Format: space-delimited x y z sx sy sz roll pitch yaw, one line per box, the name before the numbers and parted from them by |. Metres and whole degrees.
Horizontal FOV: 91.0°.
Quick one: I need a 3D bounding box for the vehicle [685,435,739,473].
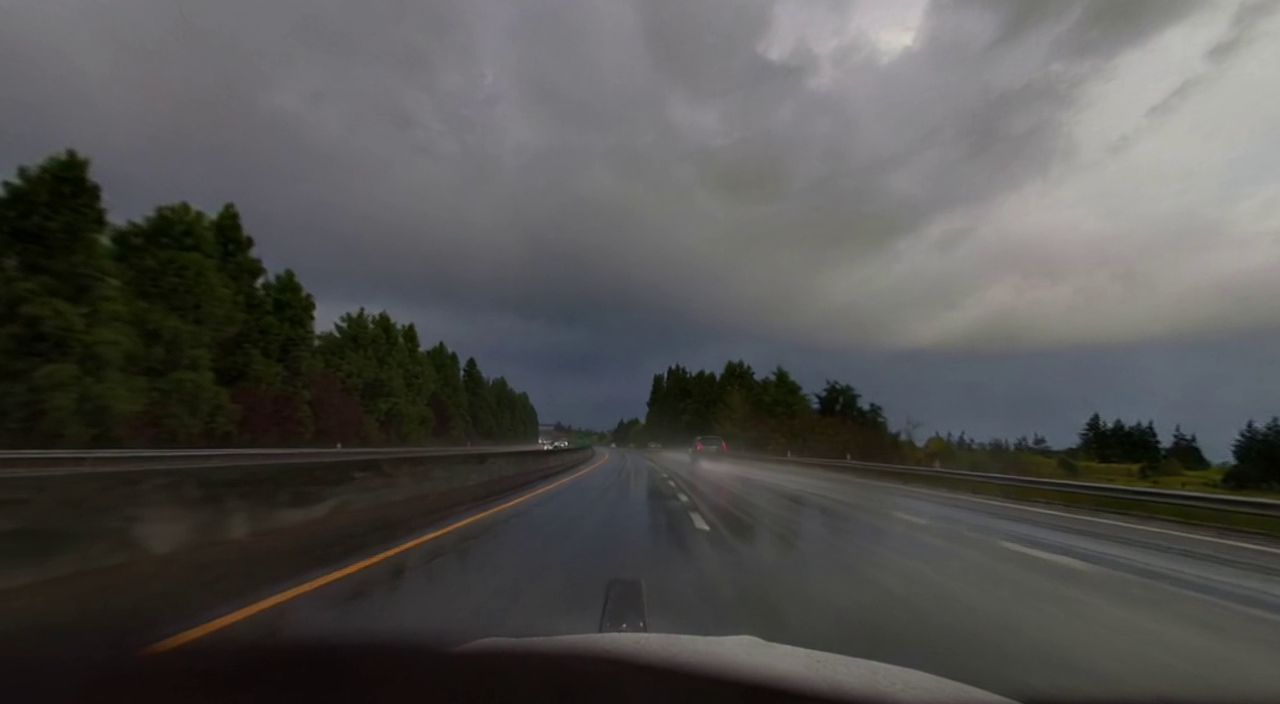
vehicle | 3.484 5.020 31.202 2.079 1.729 4.380 0 -8 -1
